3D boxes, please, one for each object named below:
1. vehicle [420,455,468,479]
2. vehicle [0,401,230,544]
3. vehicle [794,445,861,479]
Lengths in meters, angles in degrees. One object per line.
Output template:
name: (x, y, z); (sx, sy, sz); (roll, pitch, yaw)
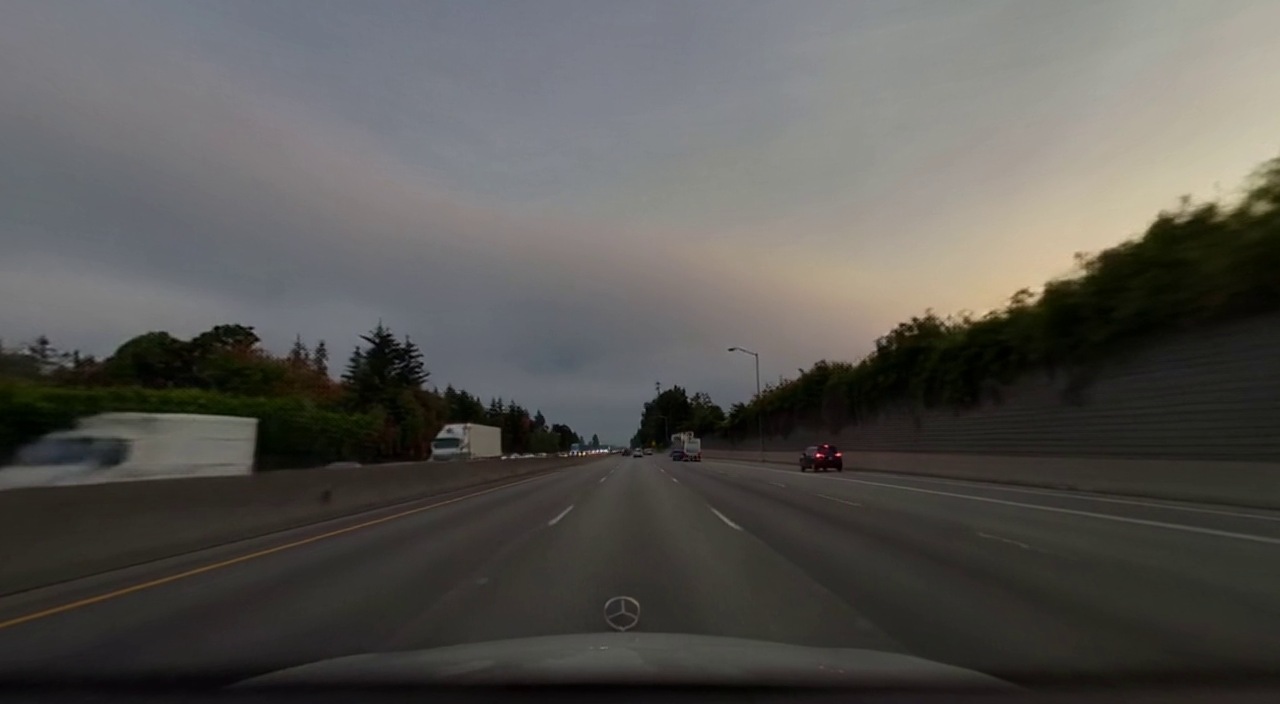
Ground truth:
vehicle: (-13.626, 7.972, 43.834); (2.084, 1.517, 3.896); (0, -9, 0)
vehicle: (-13.211, 2.711, 14.707); (2.487, 2.645, 6.936); (0, -9, 0)
vehicle: (9.646, 5.677, 32.773); (1.950, 1.632, 4.845); (0, -9, -1)
